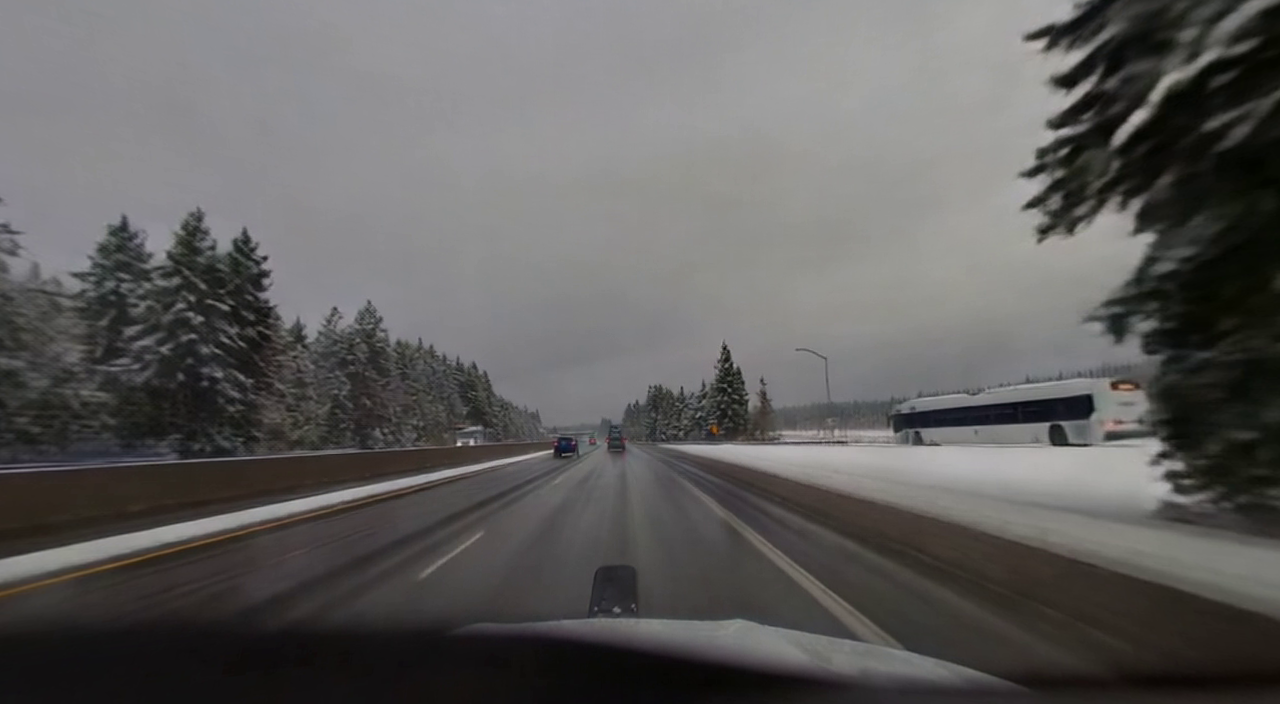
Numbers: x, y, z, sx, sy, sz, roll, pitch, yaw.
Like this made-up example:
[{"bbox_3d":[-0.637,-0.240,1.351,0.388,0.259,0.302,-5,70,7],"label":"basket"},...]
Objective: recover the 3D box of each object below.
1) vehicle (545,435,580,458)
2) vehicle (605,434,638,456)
[{"bbox_3d":[-5.065,6.208,41.668,1.907,1.445,4.049,0,-8,-2],"label":"vehicle"},{"bbox_3d":[-1.242,6.461,43.849,2.162,1.460,4.242,0,-8,-1],"label":"vehicle"}]
